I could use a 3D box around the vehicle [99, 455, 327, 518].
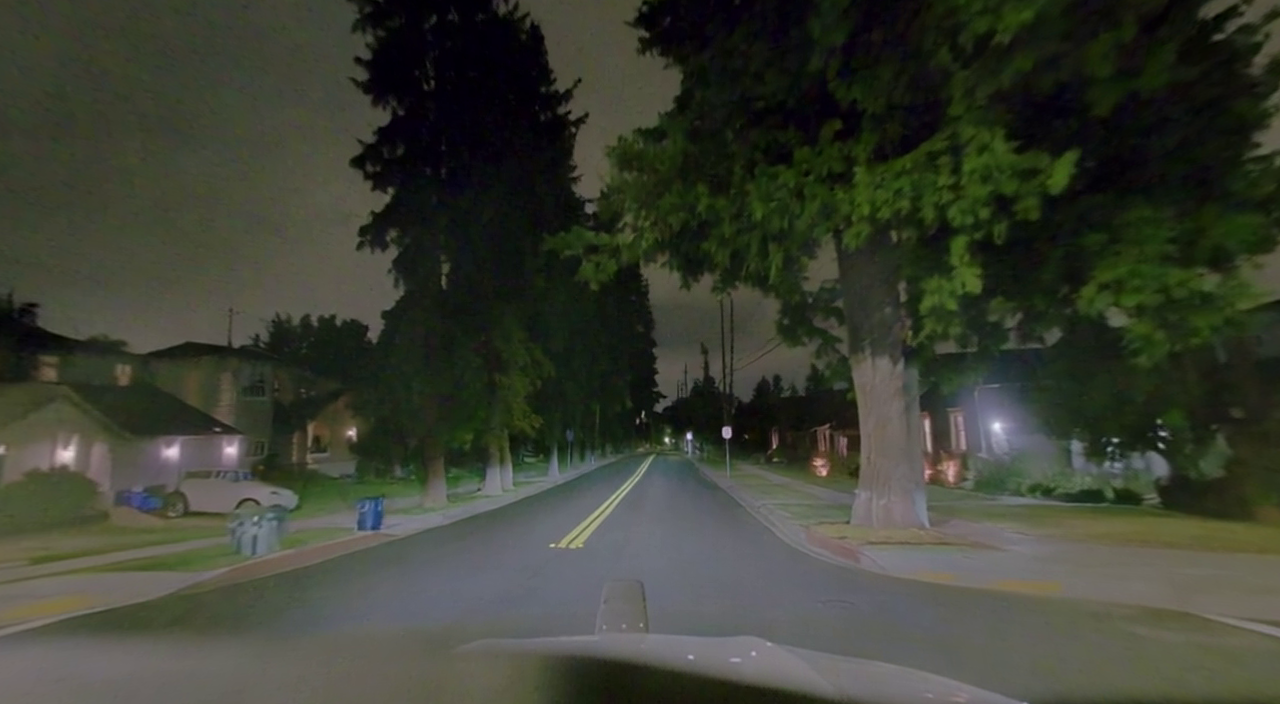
[{"bbox_3d":[-11.113,3.483,16.628,4.659,1.464,1.930,0,-8,4],"label":"vehicle"}]
